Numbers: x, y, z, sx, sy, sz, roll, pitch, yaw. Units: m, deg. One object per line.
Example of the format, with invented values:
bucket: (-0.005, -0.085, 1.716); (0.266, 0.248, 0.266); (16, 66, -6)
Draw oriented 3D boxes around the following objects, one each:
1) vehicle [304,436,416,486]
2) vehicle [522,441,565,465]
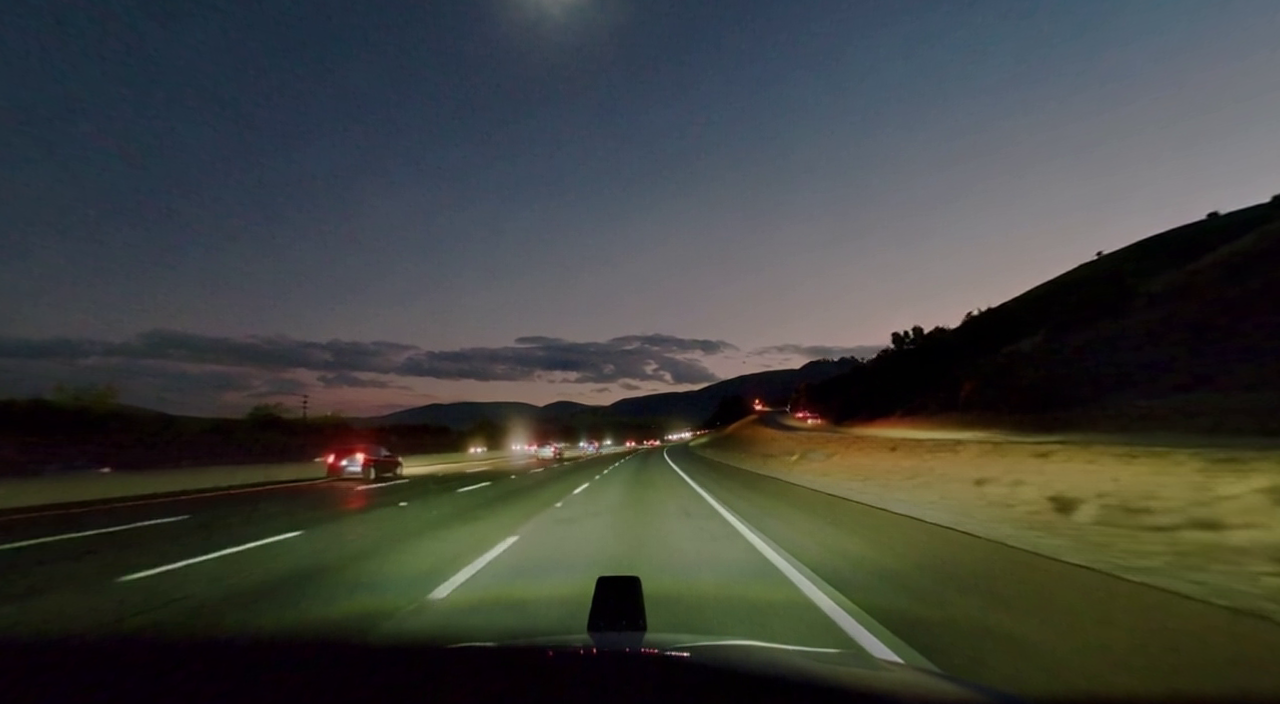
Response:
vehicle: (-10.487, 4.094, 24.044); (2.122, 1.695, 4.437); (0, -9, 2)
vehicle: (-6.449, 6.837, 42.809); (2.107, 1.484, 4.449); (0, -9, 2)
